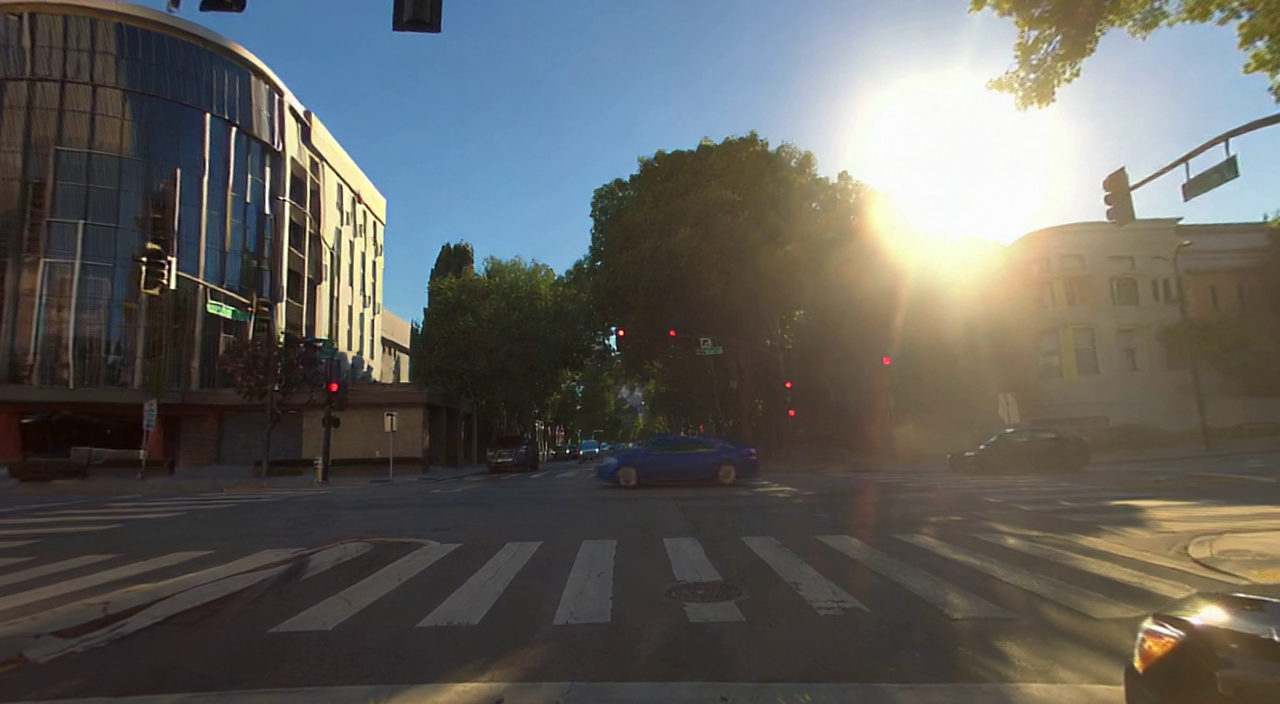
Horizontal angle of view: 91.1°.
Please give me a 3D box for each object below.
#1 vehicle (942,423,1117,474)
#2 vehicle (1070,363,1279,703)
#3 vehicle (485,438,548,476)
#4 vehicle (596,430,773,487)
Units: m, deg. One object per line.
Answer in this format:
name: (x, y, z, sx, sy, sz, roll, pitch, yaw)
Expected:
vehicle: (13.084, 3.296, 21.416, 4.551, 1.625, 2.053, -2, -8, 10)
vehicle: (2.892, 0.669, 0.829, 1.947, 1.576, 3.825, 0, -8, 1)
vehicle: (-5.954, 5.100, 30.770, 2.115, 1.690, 4.322, 0, -8, 1)
vehicle: (1.160, 2.924, 17.396, 4.613, 1.443, 1.883, 0, -8, 1)
